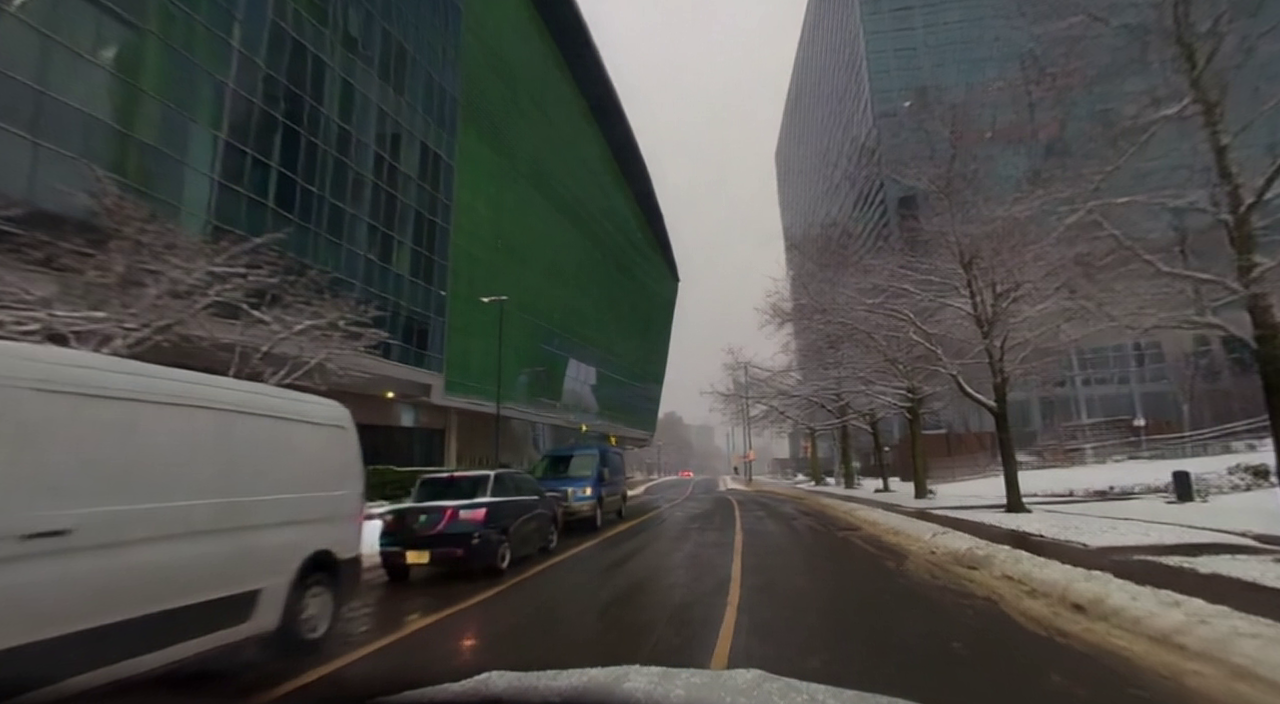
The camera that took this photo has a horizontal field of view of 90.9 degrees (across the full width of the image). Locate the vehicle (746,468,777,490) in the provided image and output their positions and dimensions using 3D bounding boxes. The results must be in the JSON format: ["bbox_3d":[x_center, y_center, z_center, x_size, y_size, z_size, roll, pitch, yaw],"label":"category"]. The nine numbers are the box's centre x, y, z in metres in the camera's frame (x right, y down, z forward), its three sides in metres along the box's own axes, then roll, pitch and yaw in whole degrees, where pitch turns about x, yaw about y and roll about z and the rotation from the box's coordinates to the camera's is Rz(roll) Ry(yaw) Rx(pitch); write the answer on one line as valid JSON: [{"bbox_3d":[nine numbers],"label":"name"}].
[{"bbox_3d":[8.576,9.004,44.835,1.899,1.470,3.666,-1,-10,7],"label":"vehicle"}]

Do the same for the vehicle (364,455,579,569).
[{"bbox_3d":[-2.549,2.618,10.954,1.853,1.495,4.632,-3,-11,9],"label":"vehicle"}]

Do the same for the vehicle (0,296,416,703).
[{"bbox_3d":[-3.556,0.970,3.479,2.104,2.013,5.252,-3,-11,8],"label":"vehicle"}]
